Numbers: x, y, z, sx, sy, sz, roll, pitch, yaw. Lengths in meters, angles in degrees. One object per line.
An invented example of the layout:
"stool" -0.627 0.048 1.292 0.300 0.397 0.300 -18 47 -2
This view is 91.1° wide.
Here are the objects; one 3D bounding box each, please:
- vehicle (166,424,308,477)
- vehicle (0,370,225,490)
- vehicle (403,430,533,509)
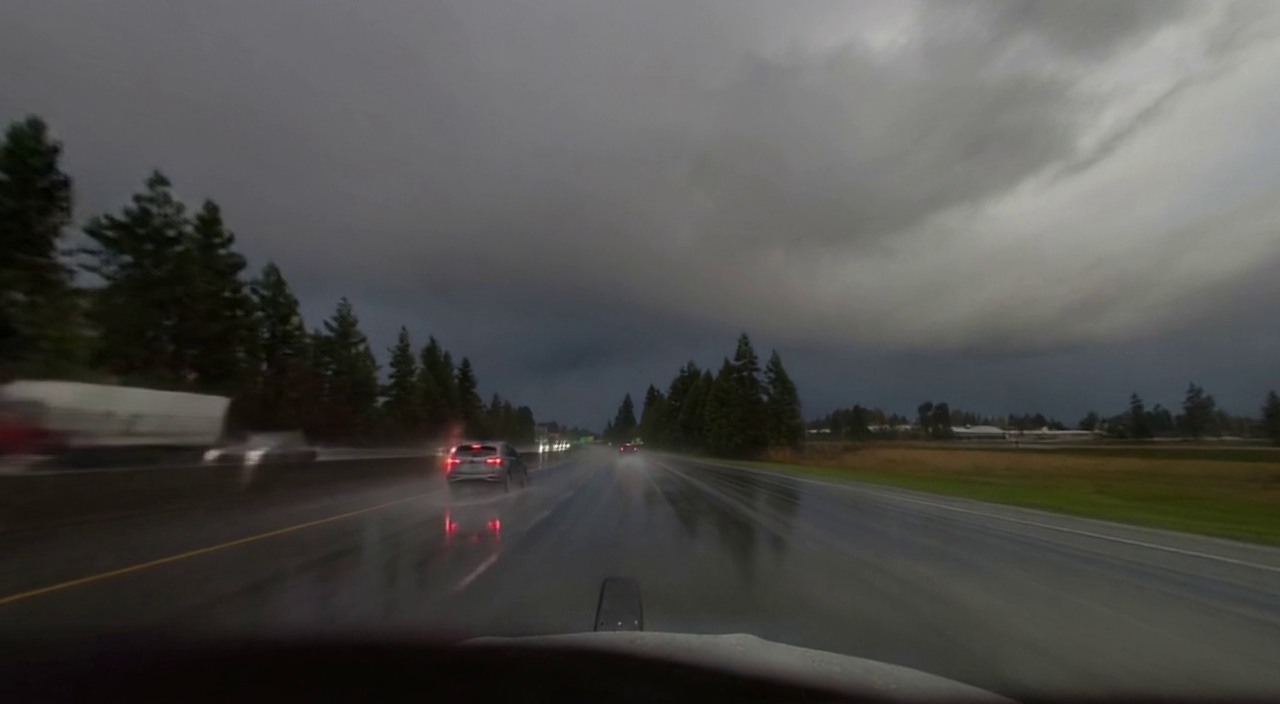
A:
"vehicle" -13.490 3.344 21.415 2.130 1.573 4.107 0 -9 -1
"vehicle" -16.924 2.467 18.893 2.951 2.847 8.682 -1 -9 0
"vehicle" -4.213 2.958 16.239 2.111 1.717 4.426 -1 -9 0
